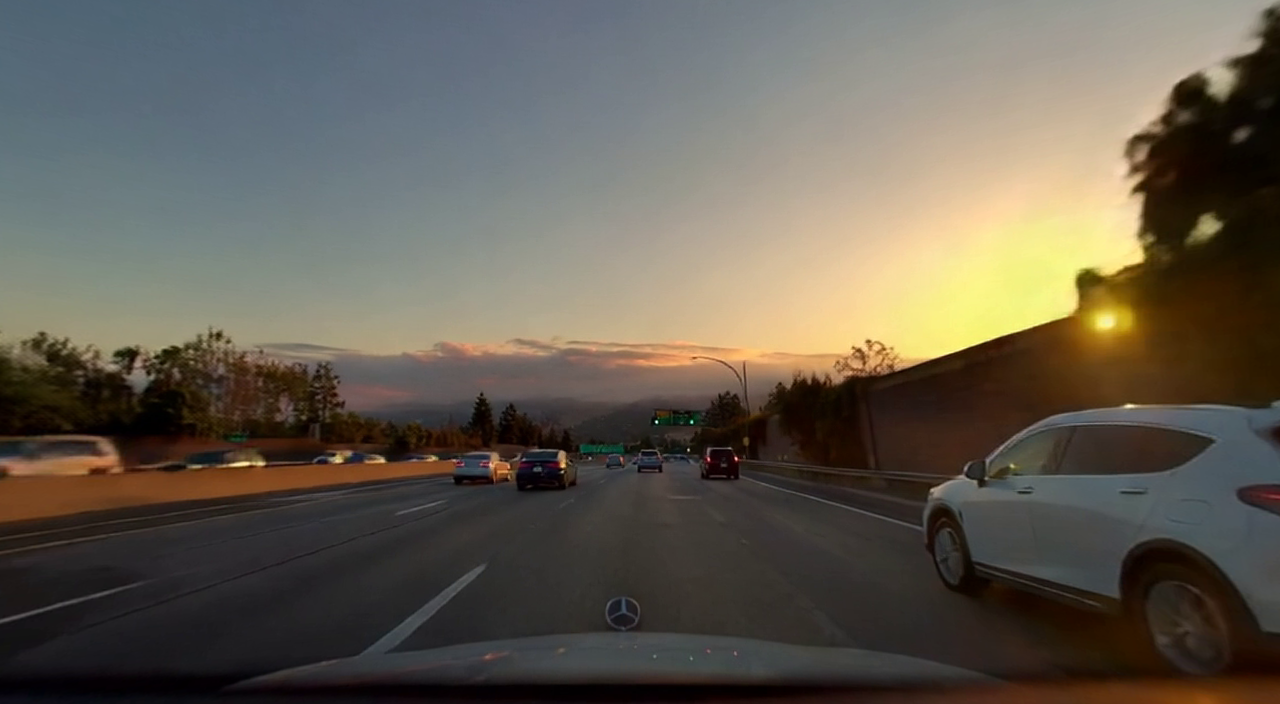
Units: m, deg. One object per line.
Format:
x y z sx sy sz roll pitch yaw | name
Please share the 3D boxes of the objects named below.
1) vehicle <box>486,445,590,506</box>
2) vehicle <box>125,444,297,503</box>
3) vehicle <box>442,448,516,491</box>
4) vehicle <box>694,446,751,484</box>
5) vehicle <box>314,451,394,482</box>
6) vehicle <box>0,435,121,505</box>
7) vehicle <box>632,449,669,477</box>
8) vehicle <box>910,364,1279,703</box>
-2.768 3.497 18.393 2.130 1.514 4.766 0 -9 2 | vehicle
-12.212 3.458 18.438 1.803 1.478 4.435 0 -9 2 | vehicle
-6.093 4.466 24.292 1.835 1.504 3.612 0 -9 1 | vehicle
4.055 5.645 31.876 2.320 1.735 4.408 0 -9 1 | vehicle
-14.563 5.832 32.467 1.854 1.449 4.476 -1 -9 3 | vehicle
-15.921 2.898 15.709 2.032 1.616 4.579 0 -9 1 | vehicle
0.778 7.487 42.810 2.408 1.748 4.217 0 -9 3 | vehicle
3.765 1.124 4.025 2.029 1.716 4.545 0 -9 0 | vehicle
